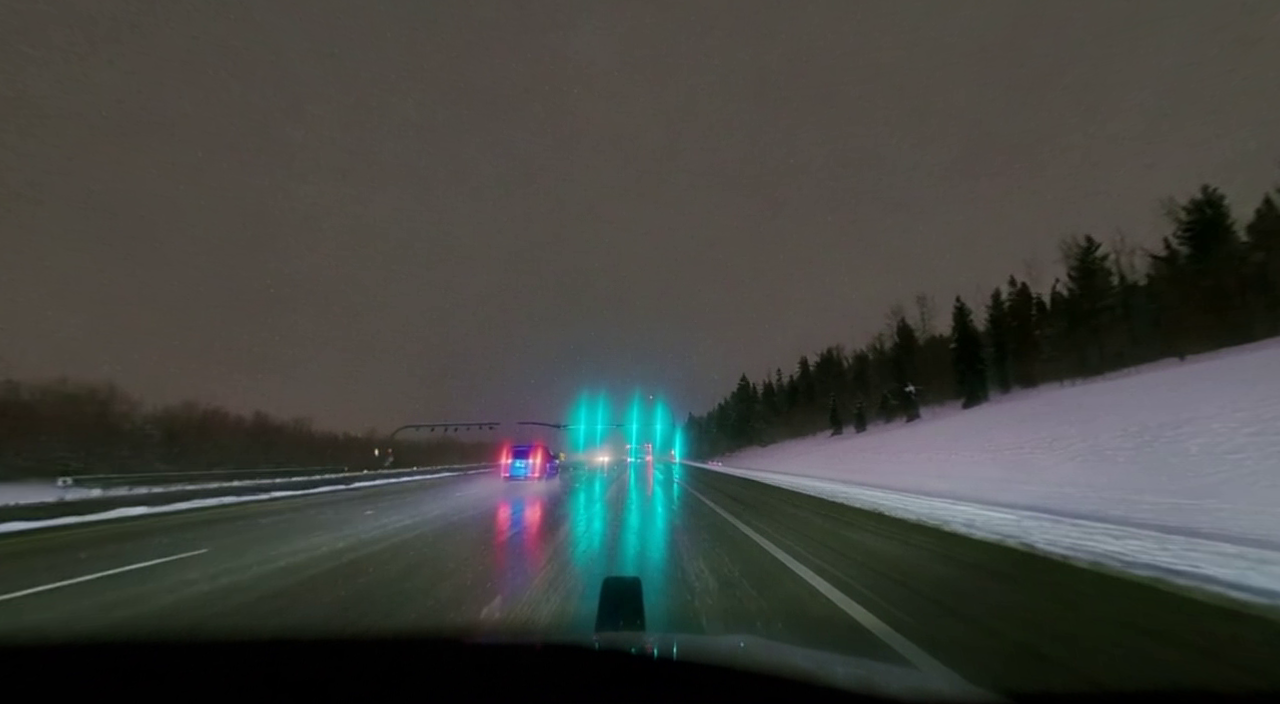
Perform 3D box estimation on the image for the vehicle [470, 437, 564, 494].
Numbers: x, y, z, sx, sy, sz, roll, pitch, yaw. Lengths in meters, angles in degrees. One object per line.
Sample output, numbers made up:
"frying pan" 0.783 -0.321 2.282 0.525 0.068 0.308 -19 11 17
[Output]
"vehicle" -4.179 3.960 22.442 2.272 1.759 5.058 0 -9 1
